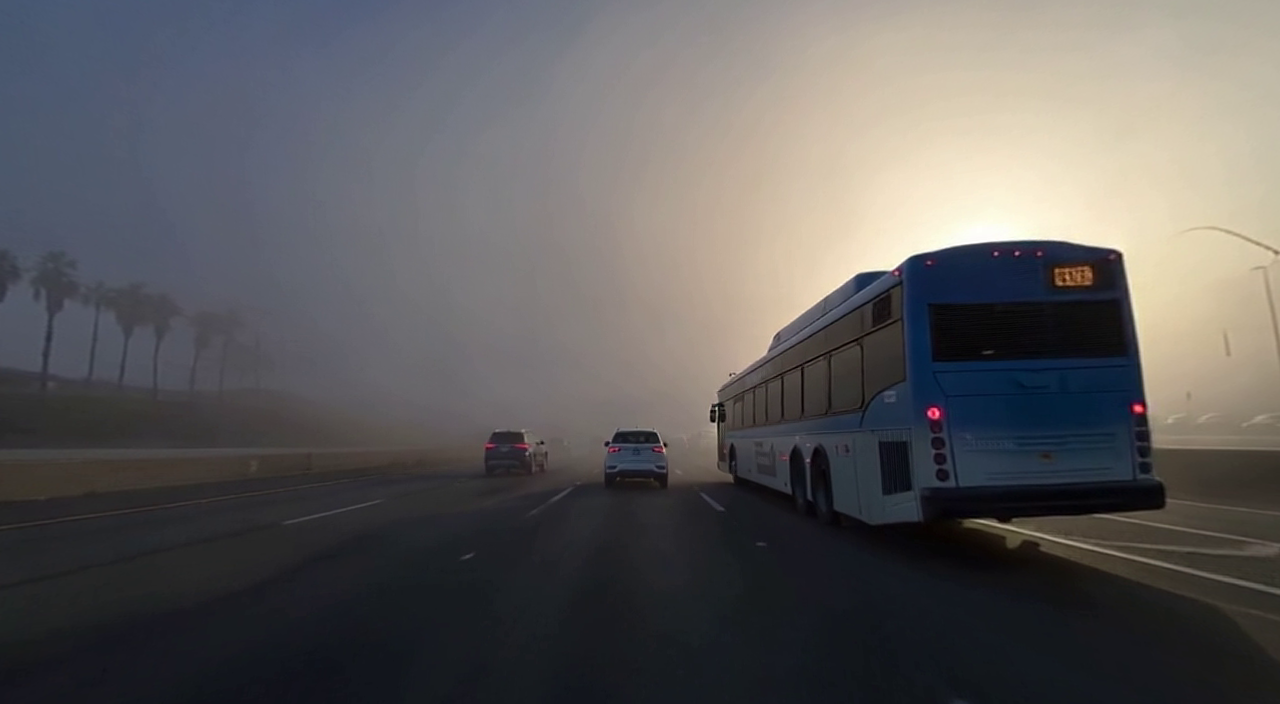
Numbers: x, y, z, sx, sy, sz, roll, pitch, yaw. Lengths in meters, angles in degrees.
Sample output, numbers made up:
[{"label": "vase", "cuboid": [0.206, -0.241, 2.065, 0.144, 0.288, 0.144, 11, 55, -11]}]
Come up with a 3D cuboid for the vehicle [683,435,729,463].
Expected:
[{"label": "vehicle", "cuboid": [3.702, 5.562, 36.139, 2.039, 1.516, 4.521, 0, -8, -2]}]

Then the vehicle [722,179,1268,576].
[{"label": "vehicle", "cuboid": [4.030, 1.194, 12.810, 3.020, 3.622, 14.302, 0, -8, 1]}]

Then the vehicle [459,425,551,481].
[{"label": "vehicle", "cuboid": [-4.594, 3.531, 22.215, 2.100, 1.765, 4.743, 0, -8, 1]}]

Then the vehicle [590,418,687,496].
[{"label": "vehicle", "cuboid": [0.008, 2.777, 16.940, 2.268, 1.796, 4.280, 0, -8, 1]}]
